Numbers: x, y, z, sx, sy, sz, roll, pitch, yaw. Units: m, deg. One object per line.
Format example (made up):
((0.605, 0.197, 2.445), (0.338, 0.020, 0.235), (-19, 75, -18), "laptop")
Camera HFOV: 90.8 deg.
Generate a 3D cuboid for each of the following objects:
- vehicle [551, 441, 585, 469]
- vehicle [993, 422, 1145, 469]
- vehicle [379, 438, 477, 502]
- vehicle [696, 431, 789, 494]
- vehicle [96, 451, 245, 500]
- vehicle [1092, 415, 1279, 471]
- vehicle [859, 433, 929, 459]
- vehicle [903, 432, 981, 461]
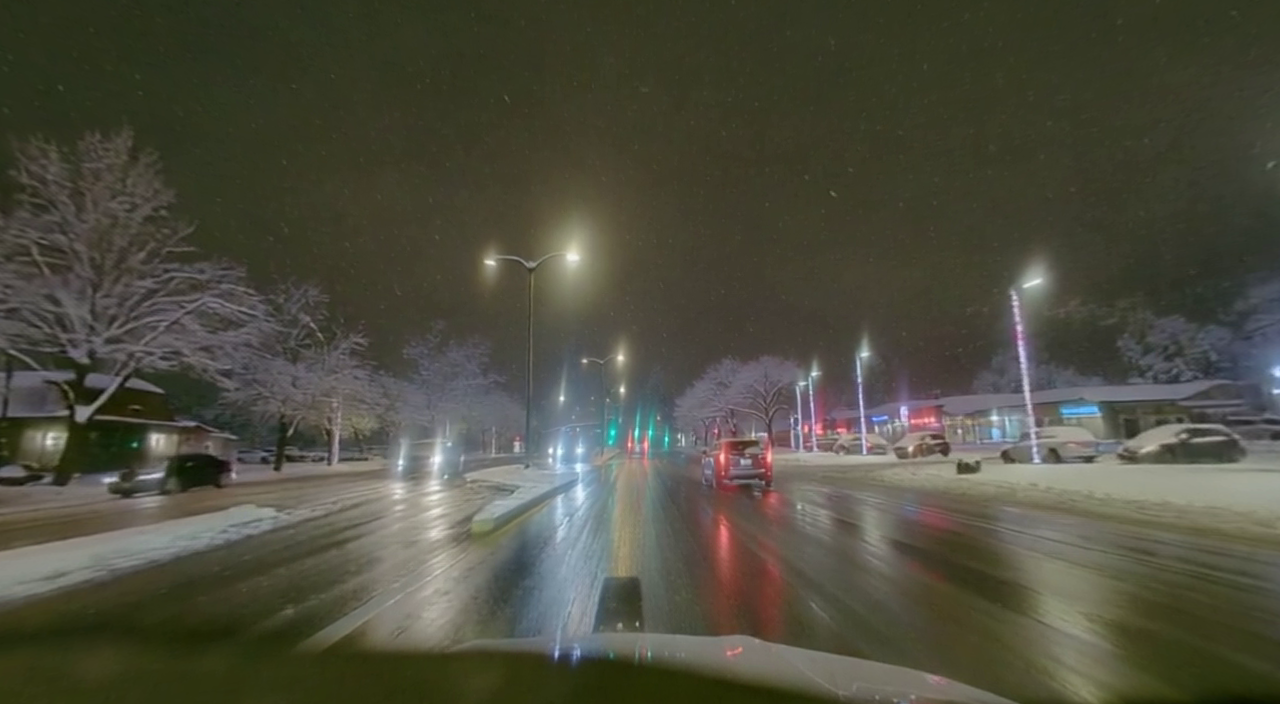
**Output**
((-4.375, 6.189, 37.940), (1.905, 1.471, 4.302), (-1, -9, -8), "vehicle")
((16.981, 3.749, 25.429), (2.280, 1.699, 5.098), (0, -8, -4), "vehicle")
((-6.103, 3.233, 17.875), (2.053, 1.555, 4.296), (4, -9, -25), "vehicle")
((2.968, 3.307, 19.321), (1.963, 1.677, 4.229), (0, -8, -2), "vehicle")
((-17.022, 4.443, 23.269), (1.947, 1.504, 4.672), (-1, -8, 0), "vehicle")
((17.219, 2.922, 20.271), (1.779, 1.505, 4.847), (-2, -9, -1), "vehicle")
((18.023, 6.664, 44.817), (4.446, 1.692, 2.184), (4, -9, -28), "vehicle")
((18.727, 5.835, 39.124), (4.524, 1.653, 2.109), (5, -10, -30), "vehicle")
